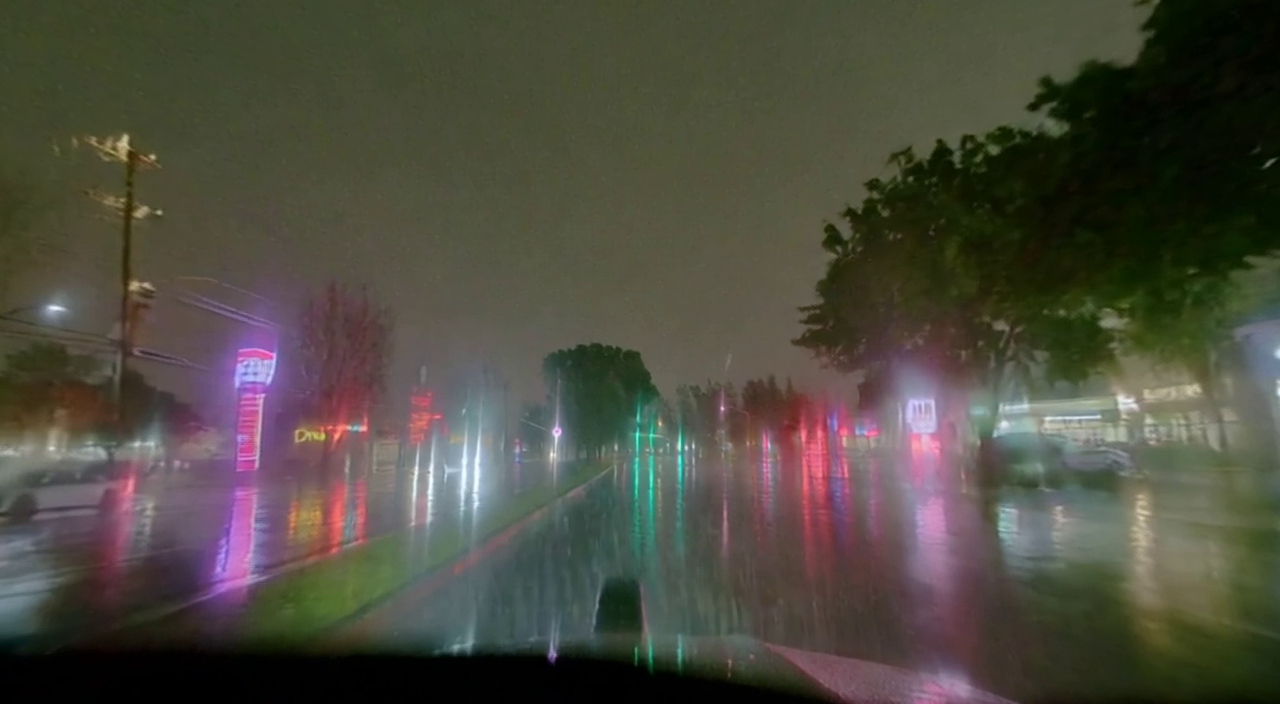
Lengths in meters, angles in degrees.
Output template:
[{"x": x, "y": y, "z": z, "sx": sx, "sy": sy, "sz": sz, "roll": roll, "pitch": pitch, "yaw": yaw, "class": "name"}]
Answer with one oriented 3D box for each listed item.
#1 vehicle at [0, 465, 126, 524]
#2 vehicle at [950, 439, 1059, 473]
[{"x": -19.002, "y": 4.425, "z": 19.939, "sx": 1.831, "sy": 1.528, "sz": 4.605, "roll": -1, "pitch": -9, "yaw": -3, "class": "vehicle"}, {"x": 21.109, "y": 6.082, "z": 37.072, "sx": 2.480, "sy": 1.766, "sz": 6.529, "roll": 0, "pitch": -9, "yaw": 0, "class": "vehicle"}]
